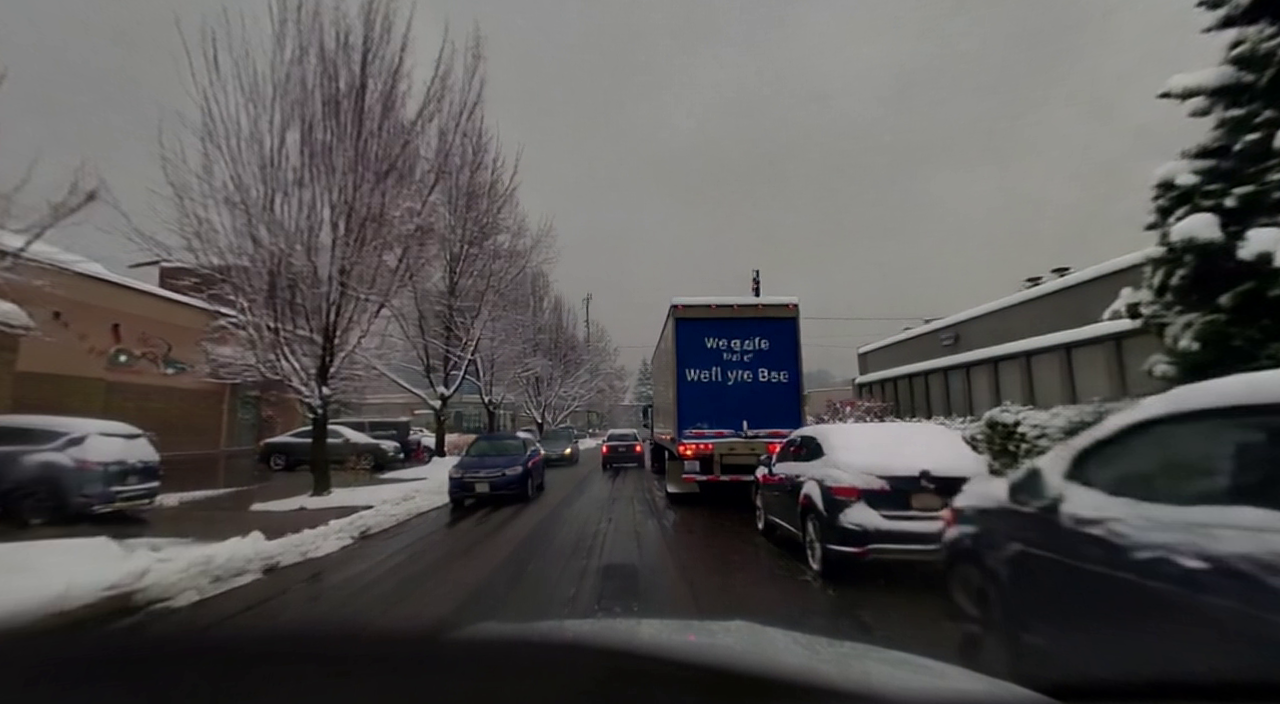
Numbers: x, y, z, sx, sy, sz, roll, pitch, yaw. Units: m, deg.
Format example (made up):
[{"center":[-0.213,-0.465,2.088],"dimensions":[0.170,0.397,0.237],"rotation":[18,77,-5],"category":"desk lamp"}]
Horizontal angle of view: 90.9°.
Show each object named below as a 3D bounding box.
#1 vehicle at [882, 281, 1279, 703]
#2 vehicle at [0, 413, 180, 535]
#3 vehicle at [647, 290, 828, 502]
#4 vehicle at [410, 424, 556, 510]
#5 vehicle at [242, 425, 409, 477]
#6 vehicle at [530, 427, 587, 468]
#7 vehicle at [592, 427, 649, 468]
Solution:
[{"center":[2.453,0.685,1.577],"dimensions":[1.875,1.674,4.231],"rotation":[0,-8,-2],"category":"vehicle"},{"center":[-9.028,1.595,8.505],"dimensions":[4.102,1.455,1.870],"rotation":[0,-8,-1],"category":"vehicle"},{"center":[1.956,1.795,19.435],"dimensions":[2.865,4.113,14.471],"rotation":[0,-8,-2],"category":"vehicle"},{"center":[-3.088,2.347,13.408],"dimensions":[2.033,1.508,4.298],"rotation":[0,-8,-1],"category":"vehicle"},{"center":[-9.338,2.961,19.021],"dimensions":[4.015,1.461,1.903],"rotation":[1,-8,-5],"category":"vehicle"},{"center":[-3.172,3.808,25.259],"dimensions":[1.780,1.488,4.043],"rotation":[0,-8,-1],"category":"vehicle"},{"center":[-0.700,3.889,25.841],"dimensions":[2.160,1.498,3.909],"rotation":[0,-8,1],"category":"vehicle"}]
